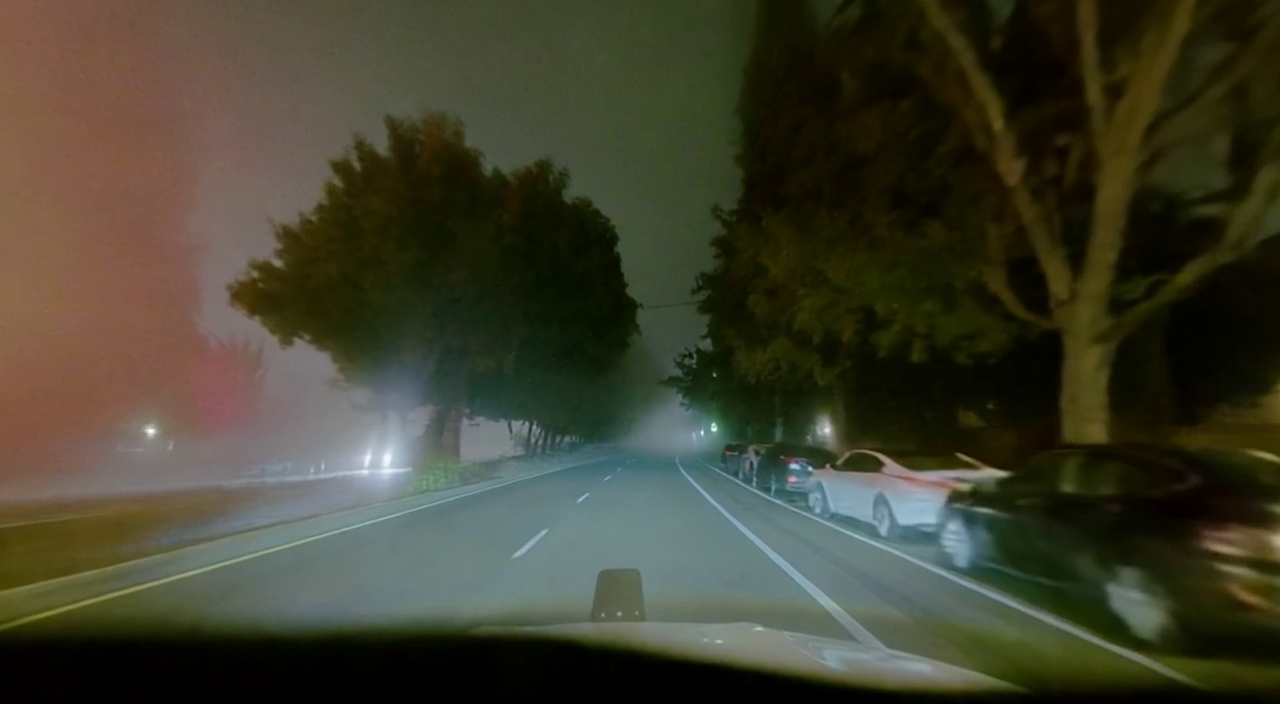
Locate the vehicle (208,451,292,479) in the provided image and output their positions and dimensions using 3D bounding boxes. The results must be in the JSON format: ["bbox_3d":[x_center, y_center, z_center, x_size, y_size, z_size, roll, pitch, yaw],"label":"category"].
[{"bbox_3d":[-22.945,6.651,37.435,1.931,1.500,4.688,0,-9,1],"label":"vehicle"}]

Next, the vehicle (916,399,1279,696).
[{"bbox_3d":[4.252,1.254,4.904,1.927,1.517,4.981,0,-8,-1],"label":"vehicle"}]

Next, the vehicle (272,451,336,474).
[{"bbox_3d":[-22.769,7.499,43.005,1.805,1.446,4.556,0,-9,0],"label":"vehicle"}]

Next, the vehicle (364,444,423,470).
[{"bbox_3d":[-15.826,6.759,40.835,1.973,1.522,4.188,-1,-9,3],"label":"vehicle"}]
